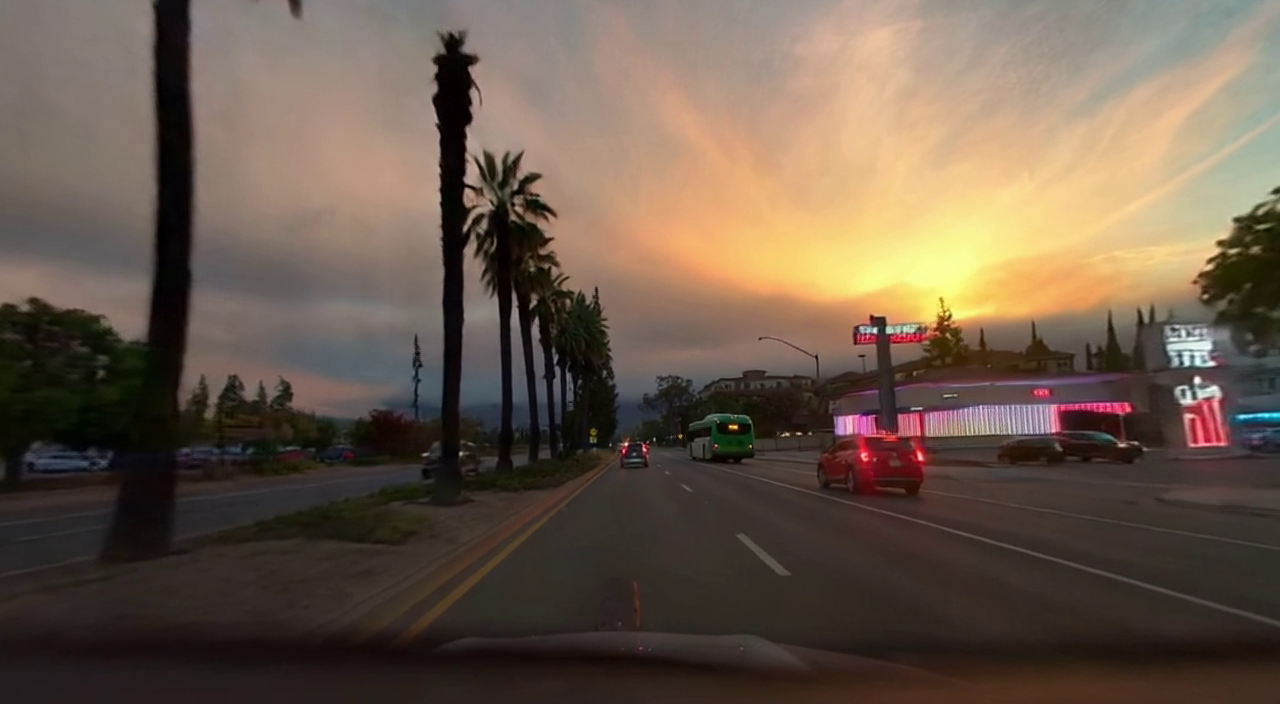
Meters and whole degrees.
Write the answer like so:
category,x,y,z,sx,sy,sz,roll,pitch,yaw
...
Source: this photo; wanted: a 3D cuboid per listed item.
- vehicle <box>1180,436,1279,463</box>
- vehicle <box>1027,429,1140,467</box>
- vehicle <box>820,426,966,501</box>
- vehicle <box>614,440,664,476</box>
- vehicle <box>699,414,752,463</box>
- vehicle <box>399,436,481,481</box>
category,x,y,z,sx,sy,sz,roll,pitch,yaw
vehicle,36.030,6.037,38.734,1.818,1.451,4.263,-2,-10,-5
vehicle,23.575,5.088,33.674,4.595,1.845,1.919,0,-8,-5
vehicle,6.319,2.834,16.405,2.031,1.670,4.154,0,-9,-1
vehicle,-0.042,4.743,28.573,2.065,1.477,4.306,0,-9,0
vehicle,6.503,6.838,49.494,2.795,3.383,9.287,0,-9,-1
vehicle,-8.872,4.769,28.521,2.106,1.817,4.847,0,-9,0
